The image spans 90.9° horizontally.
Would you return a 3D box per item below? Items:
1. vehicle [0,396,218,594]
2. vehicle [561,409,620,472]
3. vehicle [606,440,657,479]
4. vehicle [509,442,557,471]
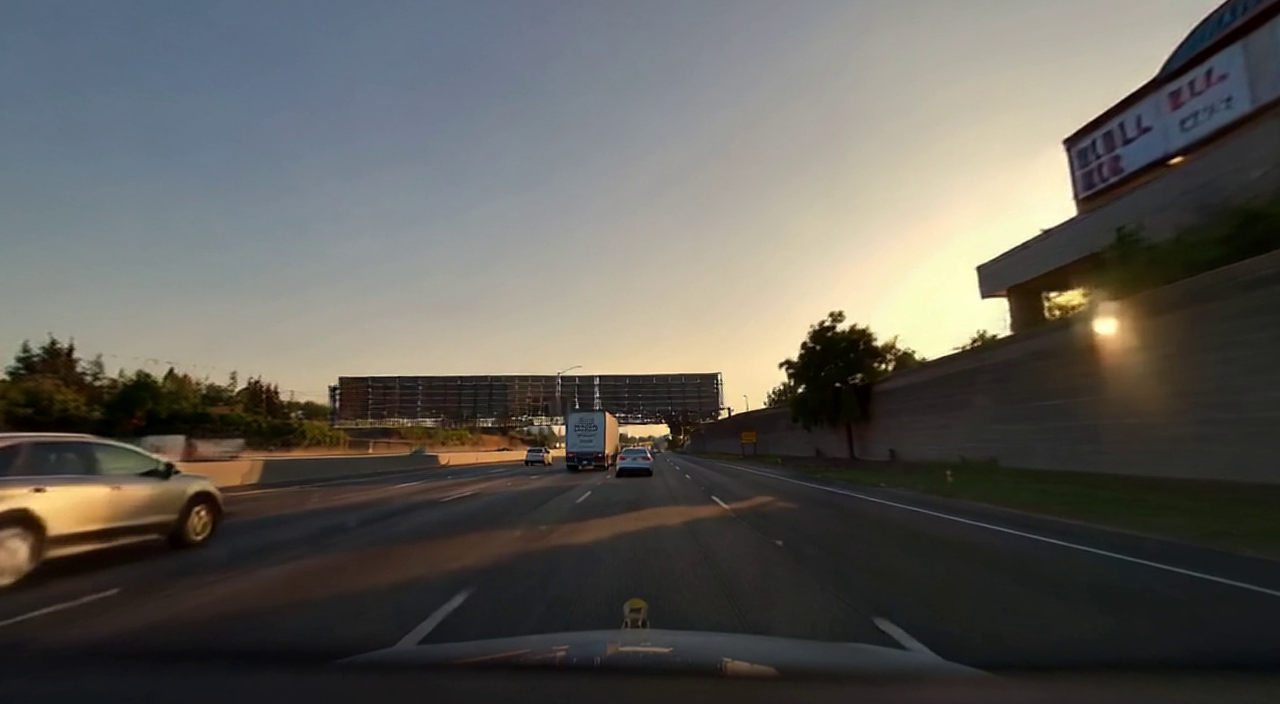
[{"bbox_3d":[-6.972,1.331,5.924,2.401,1.759,5.126,0,-9,0],"label":"vehicle"},{"bbox_3d":[-2.874,5.581,39.386,2.794,3.460,8.595,0,-9,1],"label":"vehicle"},{"bbox_3d":[-0.382,4.839,28.527,2.168,1.597,3.615,0,-9,-1],"label":"vehicle"},{"bbox_3d":[-6.533,6.435,38.983,2.124,1.674,4.541,0,-9,1],"label":"vehicle"}]
